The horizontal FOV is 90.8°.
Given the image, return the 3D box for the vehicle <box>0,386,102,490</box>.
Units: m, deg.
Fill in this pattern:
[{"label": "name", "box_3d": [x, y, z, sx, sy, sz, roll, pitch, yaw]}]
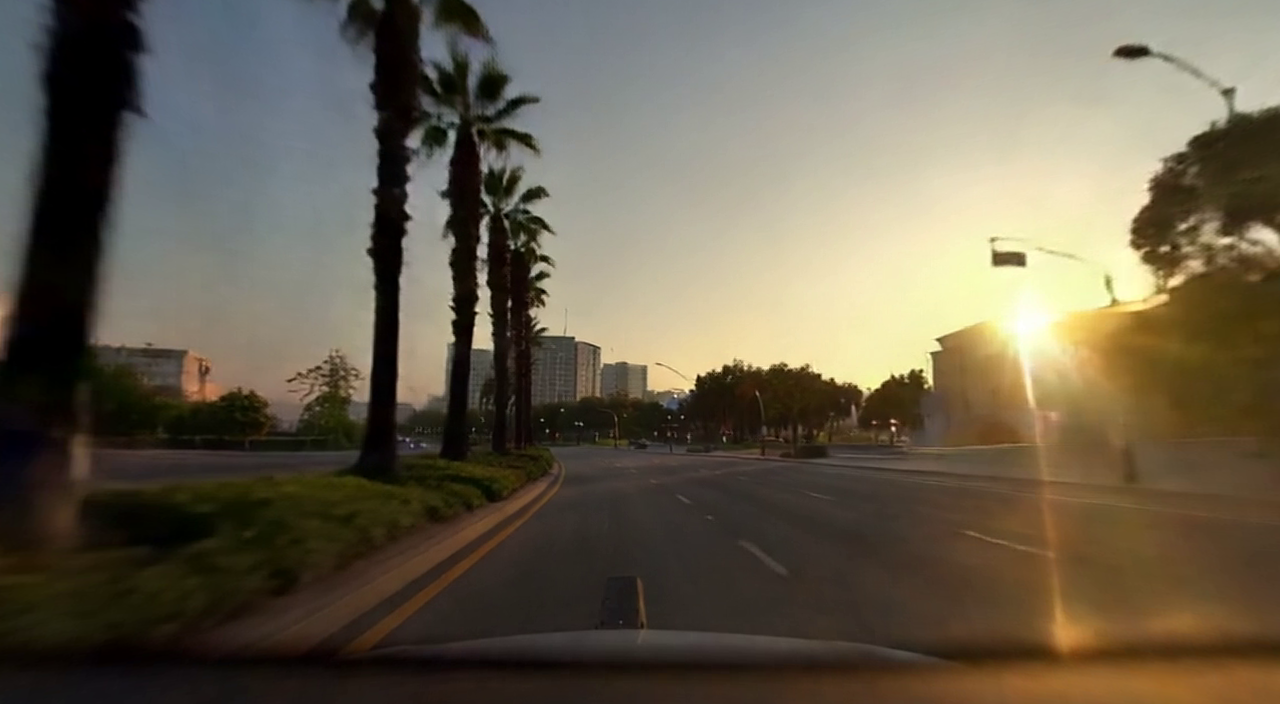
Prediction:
[{"label": "vehicle", "box_3d": [-12.152, 1.448, 10.604, 2.111, 1.793, 4.783, 0, -9, -2]}]
